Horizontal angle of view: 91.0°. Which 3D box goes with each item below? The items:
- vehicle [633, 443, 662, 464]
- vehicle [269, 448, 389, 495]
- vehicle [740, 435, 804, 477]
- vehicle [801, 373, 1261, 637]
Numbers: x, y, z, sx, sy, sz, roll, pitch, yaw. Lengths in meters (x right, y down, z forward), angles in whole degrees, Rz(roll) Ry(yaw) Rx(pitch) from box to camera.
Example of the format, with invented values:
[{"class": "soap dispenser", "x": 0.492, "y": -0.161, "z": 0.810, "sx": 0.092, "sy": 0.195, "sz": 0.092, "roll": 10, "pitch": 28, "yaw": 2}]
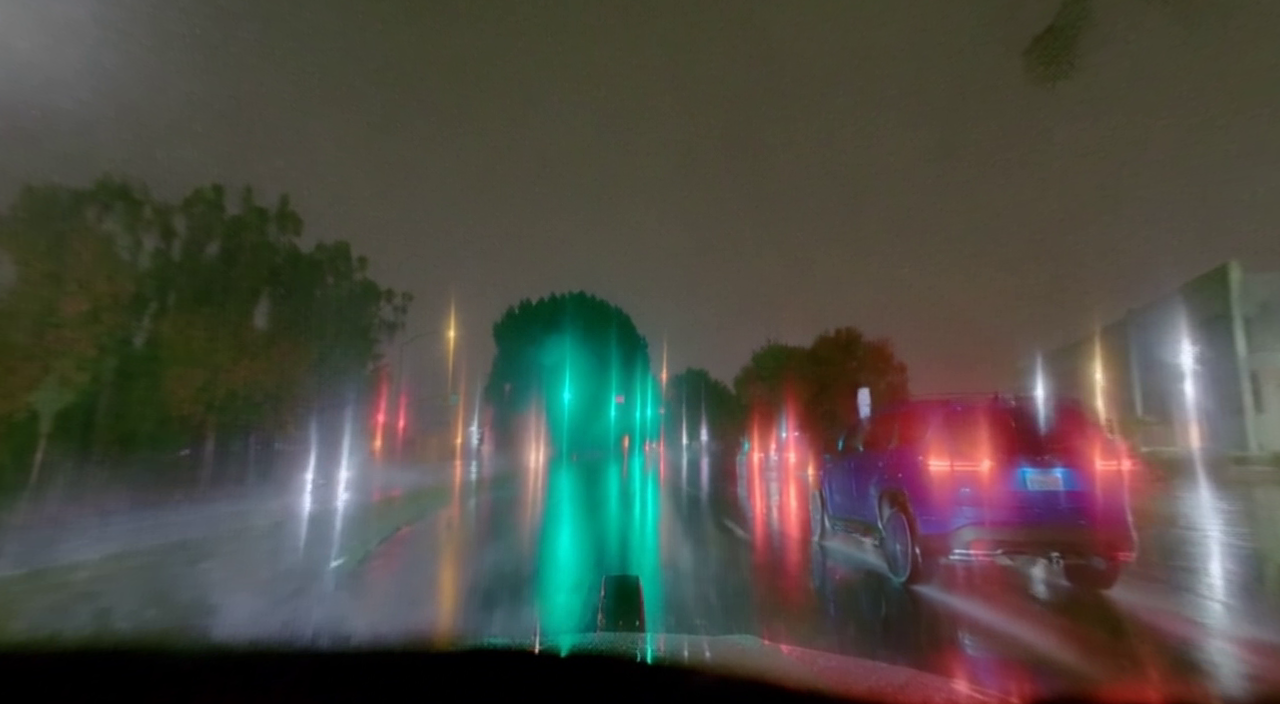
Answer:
[{"class": "vehicle", "x": 0.625, "y": 7.789, "z": 48.527, "sx": 2.131, "sy": 1.474, "sz": 4.146, "roll": 0, "pitch": -8, "yaw": 1}, {"class": "vehicle", "x": -11.264, "y": 4.317, "z": 23.267, "sx": 1.955, "sy": 1.507, "sz": 4.750, "roll": 0, "pitch": -8, "yaw": 1}, {"class": "vehicle", "x": 6.204, "y": 4.951, "z": 30.282, "sx": 2.085, "sy": 1.828, "sz": 5.383, "roll": 0, "pitch": -8, "yaw": 2}, {"class": "vehicle", "x": 3.345, "y": 1.392, "z": 6.719, "sx": 2.033, "sy": 1.865, "sz": 4.360, "roll": 0, "pitch": -8, "yaw": -1}]
